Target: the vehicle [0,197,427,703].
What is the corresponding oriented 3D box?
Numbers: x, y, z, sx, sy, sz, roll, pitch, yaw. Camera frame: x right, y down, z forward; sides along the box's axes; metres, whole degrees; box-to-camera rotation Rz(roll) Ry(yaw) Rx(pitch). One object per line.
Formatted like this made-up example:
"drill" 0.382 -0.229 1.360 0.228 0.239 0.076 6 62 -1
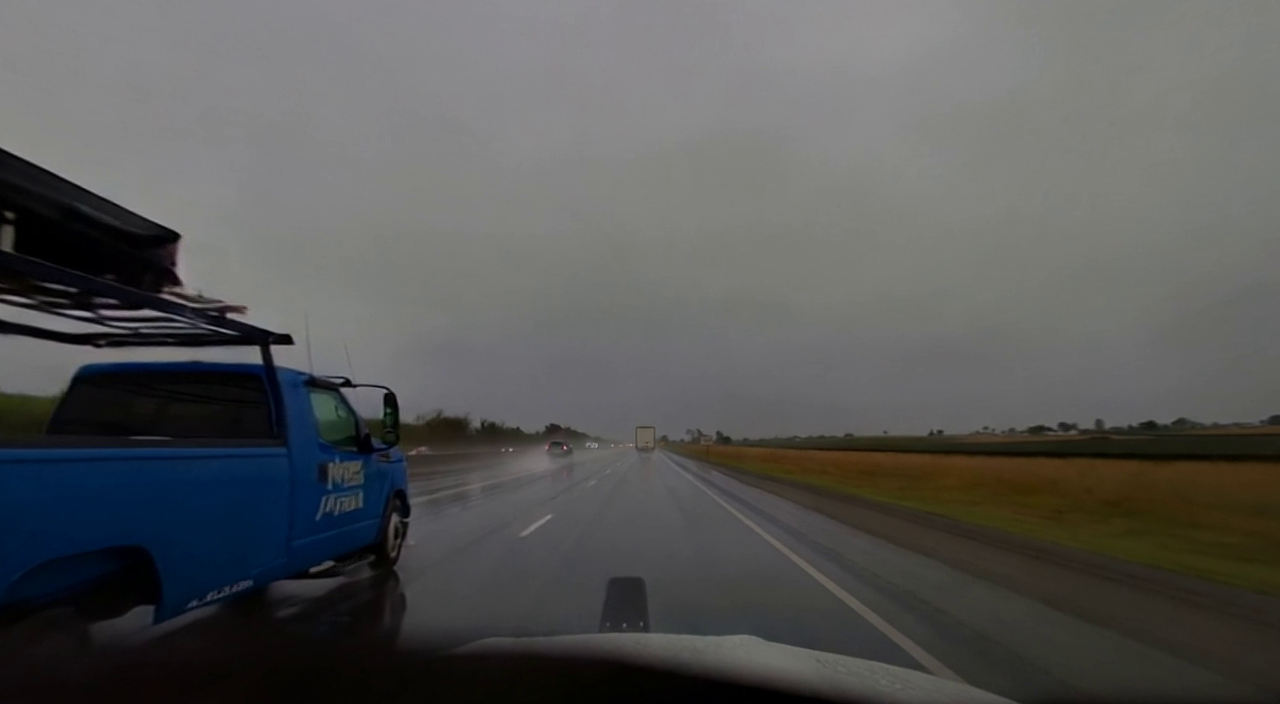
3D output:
"vehicle" -3.771 0.771 3.503 2.791 2.330 6.725 0 -8 0
